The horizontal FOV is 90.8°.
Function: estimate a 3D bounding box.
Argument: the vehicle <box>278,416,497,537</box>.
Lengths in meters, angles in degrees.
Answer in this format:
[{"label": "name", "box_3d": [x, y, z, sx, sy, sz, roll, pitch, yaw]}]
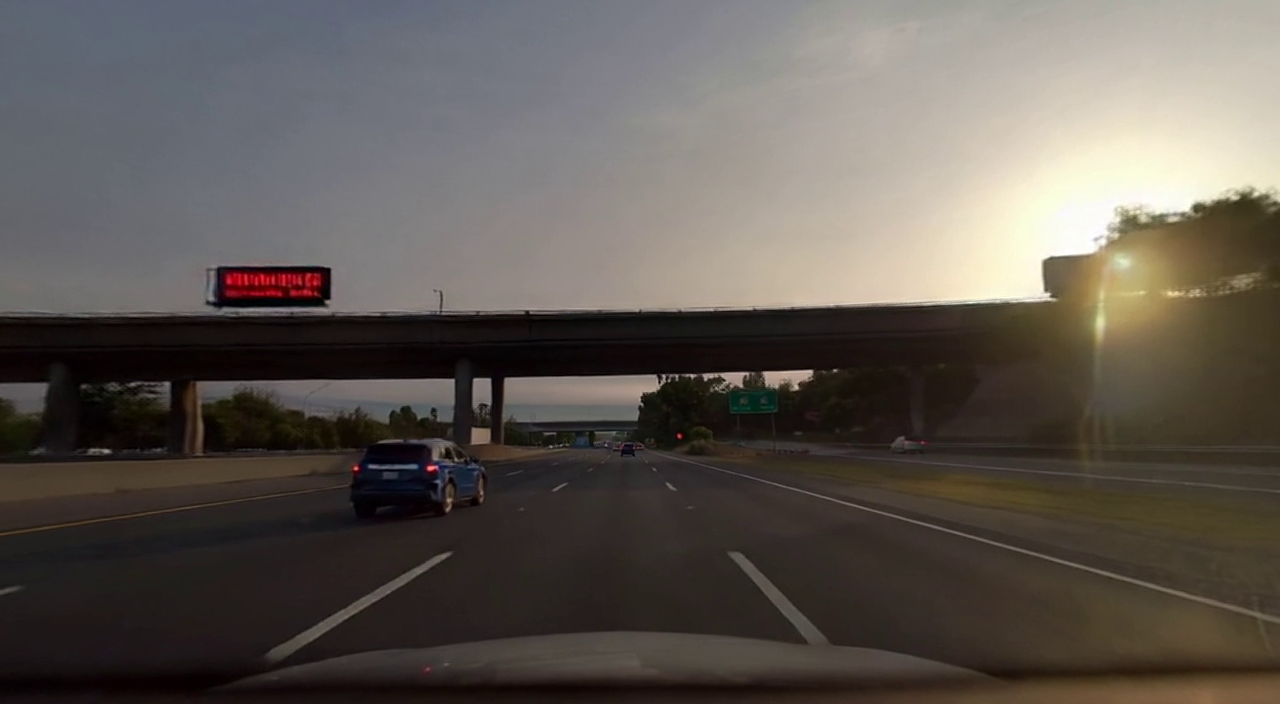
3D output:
[{"label": "vehicle", "box_3d": [-4.204, 2.157, 11.569, 2.102, 1.727, 4.704, 0, -9, -1]}]
